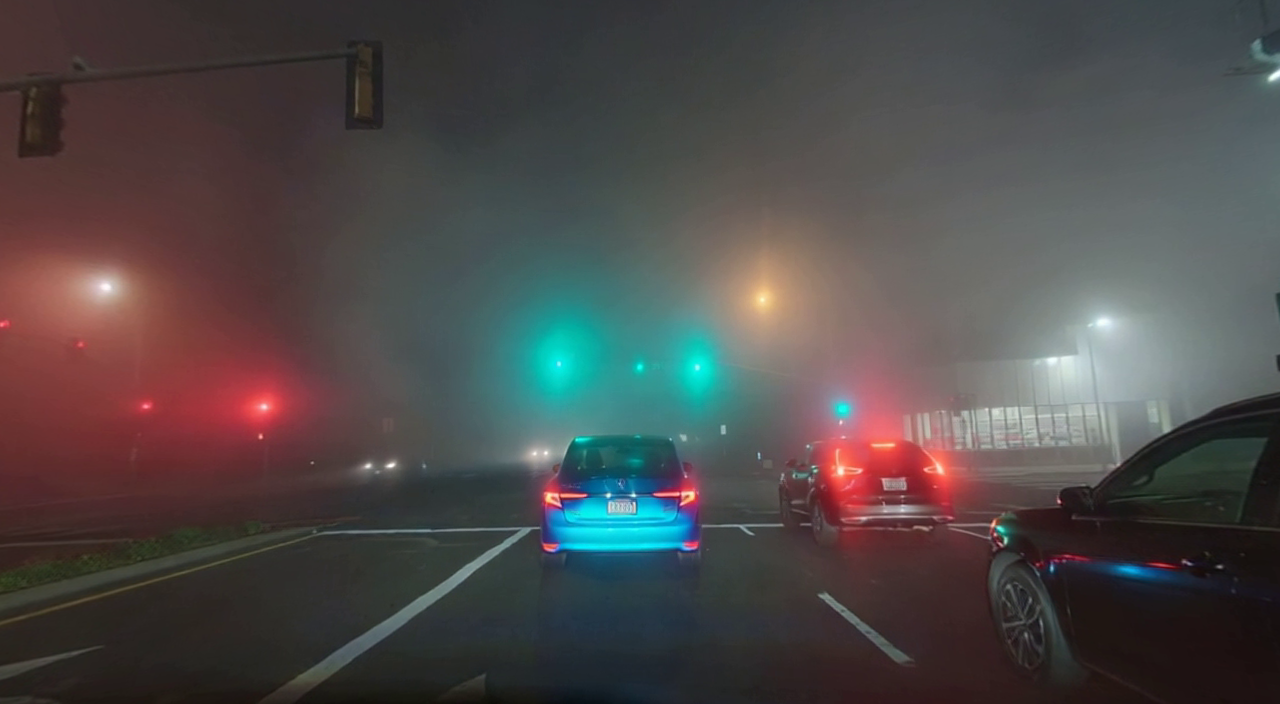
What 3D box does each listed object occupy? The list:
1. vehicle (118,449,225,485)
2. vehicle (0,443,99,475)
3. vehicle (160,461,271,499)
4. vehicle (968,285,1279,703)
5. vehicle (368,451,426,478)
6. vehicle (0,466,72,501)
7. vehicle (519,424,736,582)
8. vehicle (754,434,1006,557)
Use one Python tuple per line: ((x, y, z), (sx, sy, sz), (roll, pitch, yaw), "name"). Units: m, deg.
((-27.509, 6.747, 37.346), (2.300, 1.932, 5.056), (-1, -8, 2), "vehicle")
((-35.783, 6.366, 37.770), (2.145, 1.797, 5.198), (-1, -9, 1), "vehicle")
((-19.097, 5.757, 28.696), (1.942, 1.453, 4.448), (0, -9, 0), "vehicle")
((3.016, 0.633, 1.573), (2.047, 1.785, 4.357), (0, -8, 0), "vehicle")
((-14.714, 6.830, 38.565), (1.817, 1.442, 4.371), (0, -8, 0), "vehicle")
((-28.022, 6.071, 29.437), (1.972, 1.433, 4.324), (8, -12, -39), "vehicle")
((-0.142, 1.749, 8.113), (2.095, 1.502, 3.873), (0, -8, -1), "vehicle")
((3.216, 2.009, 9.661), (2.009, 1.414, 4.416), (0, -8, -2), "vehicle")
